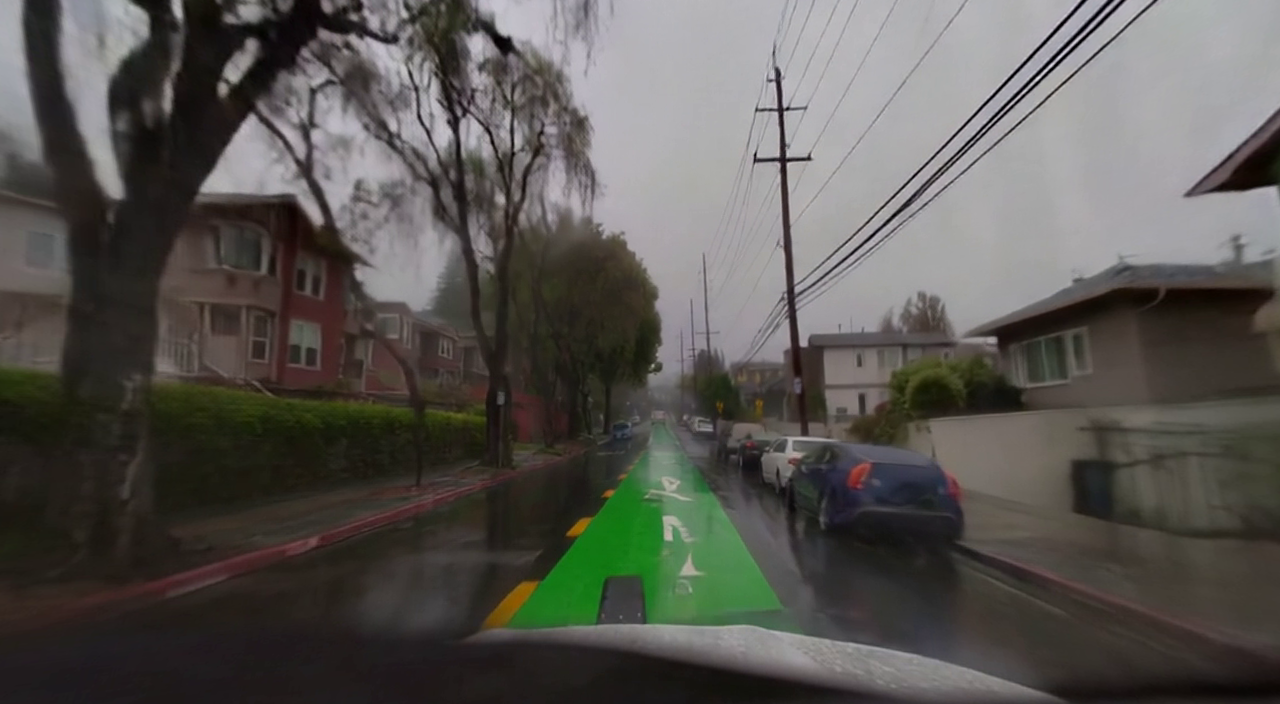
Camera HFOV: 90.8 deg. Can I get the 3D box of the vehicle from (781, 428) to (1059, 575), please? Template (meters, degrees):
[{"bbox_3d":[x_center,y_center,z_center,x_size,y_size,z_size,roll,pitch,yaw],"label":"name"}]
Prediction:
[{"bbox_3d":[3.499,1.939,9.096,2.235,1.500,4.496,1,-8,4],"label":"vehicle"}]

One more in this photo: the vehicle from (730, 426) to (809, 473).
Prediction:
[{"bbox_3d":[4.506,3.466,22.593,1.981,1.512,4.144,0,-9,0],"label":"vehicle"}]
